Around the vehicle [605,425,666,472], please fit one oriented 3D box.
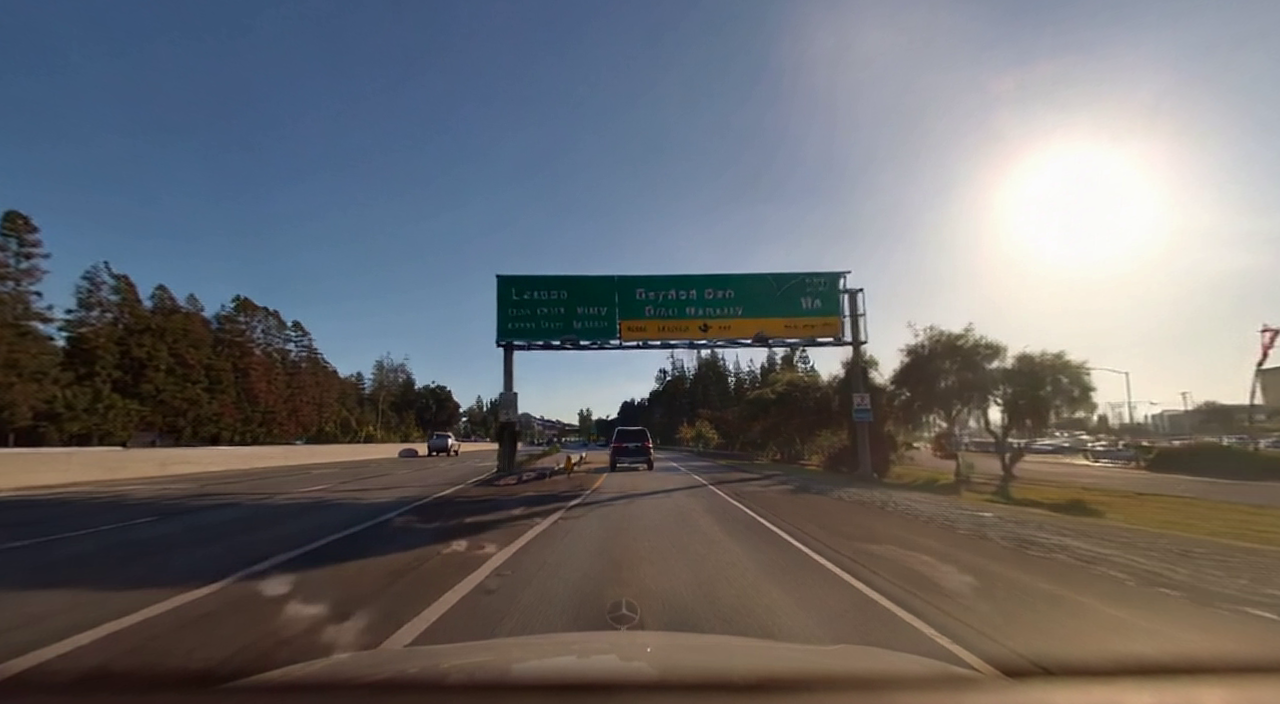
[{"bbox_3d":[-0.234,4.393,28.867,2.497,1.957,5.432,0,-8,-1],"label":"vehicle"}]
